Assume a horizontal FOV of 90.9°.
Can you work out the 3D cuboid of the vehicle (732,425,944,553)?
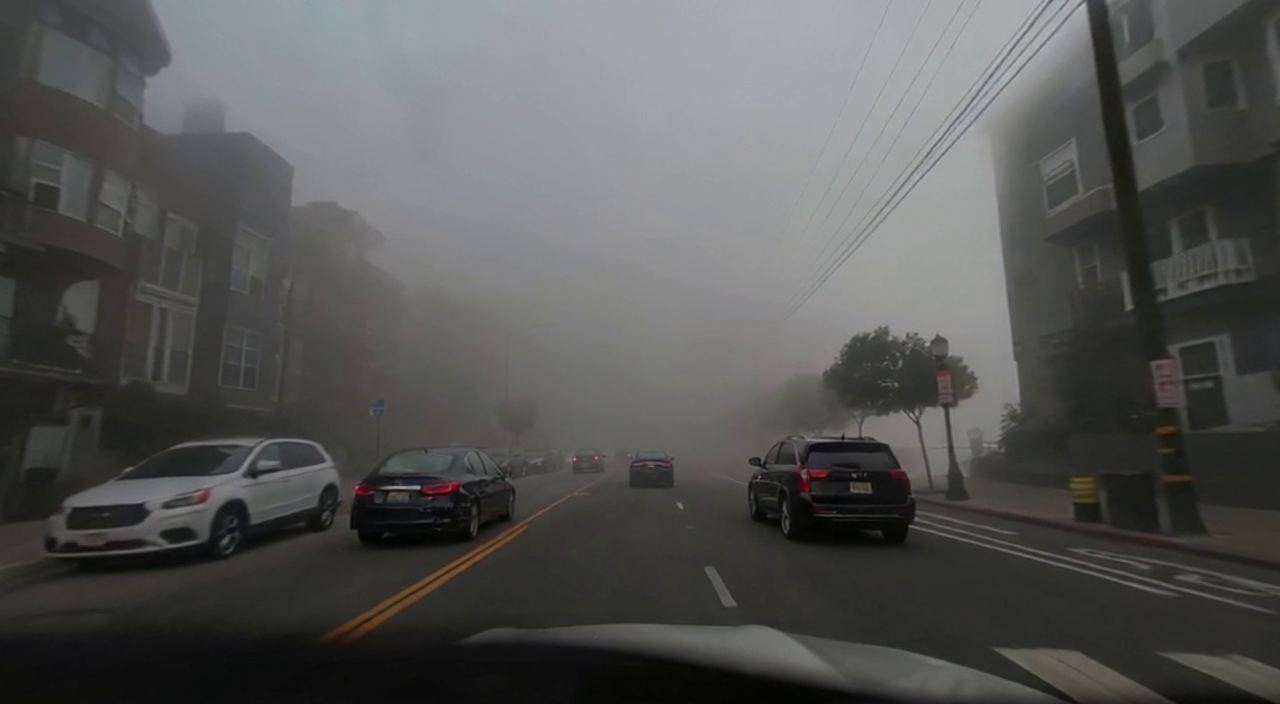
[{"bbox_3d":[3.025,2.152,10.825,2.094,1.709,4.394,0,-7,-1],"label":"vehicle"}]

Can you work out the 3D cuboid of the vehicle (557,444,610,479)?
[{"bbox_3d":[-2.698,5.316,30.992,2.019,1.507,4.643,-1,-7,2],"label":"vehicle"}]

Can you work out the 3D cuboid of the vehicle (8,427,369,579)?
[{"bbox_3d":[-6.175,2.029,9.497,2.093,1.724,4.333,-1,-7,2],"label":"vehicle"}]

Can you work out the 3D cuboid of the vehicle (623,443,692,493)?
[{"bbox_3d":[0.569,3.904,21.734,2.139,1.466,4.373,0,-7,0],"label":"vehicle"}]

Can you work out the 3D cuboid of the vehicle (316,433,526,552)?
[{"bbox_3d":[-3.402,2.205,10.753,2.085,1.619,3.976,0,-7,1],"label":"vehicle"}]
